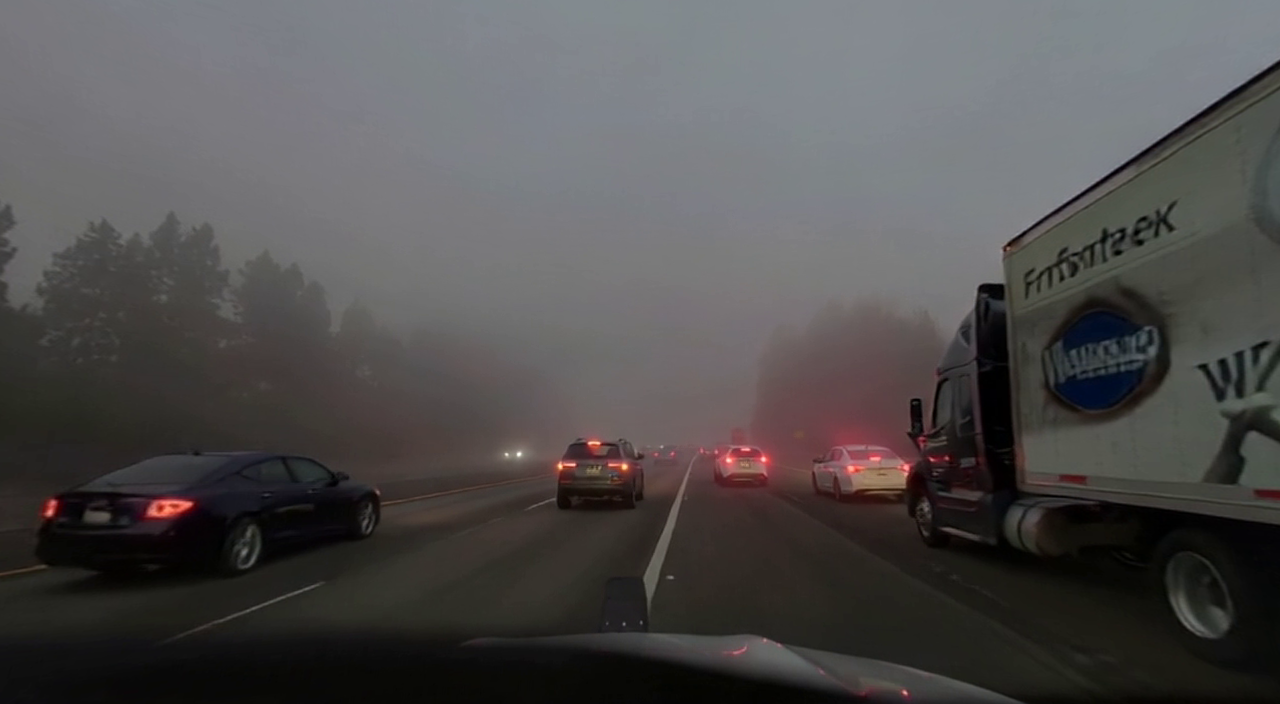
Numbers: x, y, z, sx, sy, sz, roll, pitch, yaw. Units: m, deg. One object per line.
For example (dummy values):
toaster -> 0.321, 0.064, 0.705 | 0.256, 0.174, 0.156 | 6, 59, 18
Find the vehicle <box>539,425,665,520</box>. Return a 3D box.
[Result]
vehicle -> -0.655, 2.680, 14.611 | 2.153, 1.805, 4.631 | -1, -8, 6

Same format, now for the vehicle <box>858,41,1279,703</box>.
vehicle -> 4.663, 0.543, 5.309 | 2.987, 3.212, 9.311 | -1, -8, 5

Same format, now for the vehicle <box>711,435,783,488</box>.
vehicle -> 3.754, 3.922, 22.873 | 2.156, 1.701, 4.494 | -1, -8, 5

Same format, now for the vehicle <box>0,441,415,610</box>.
vehicle -> -5.020, 1.891, 8.091 | 1.965, 1.443, 4.968 | -1, -8, 7
